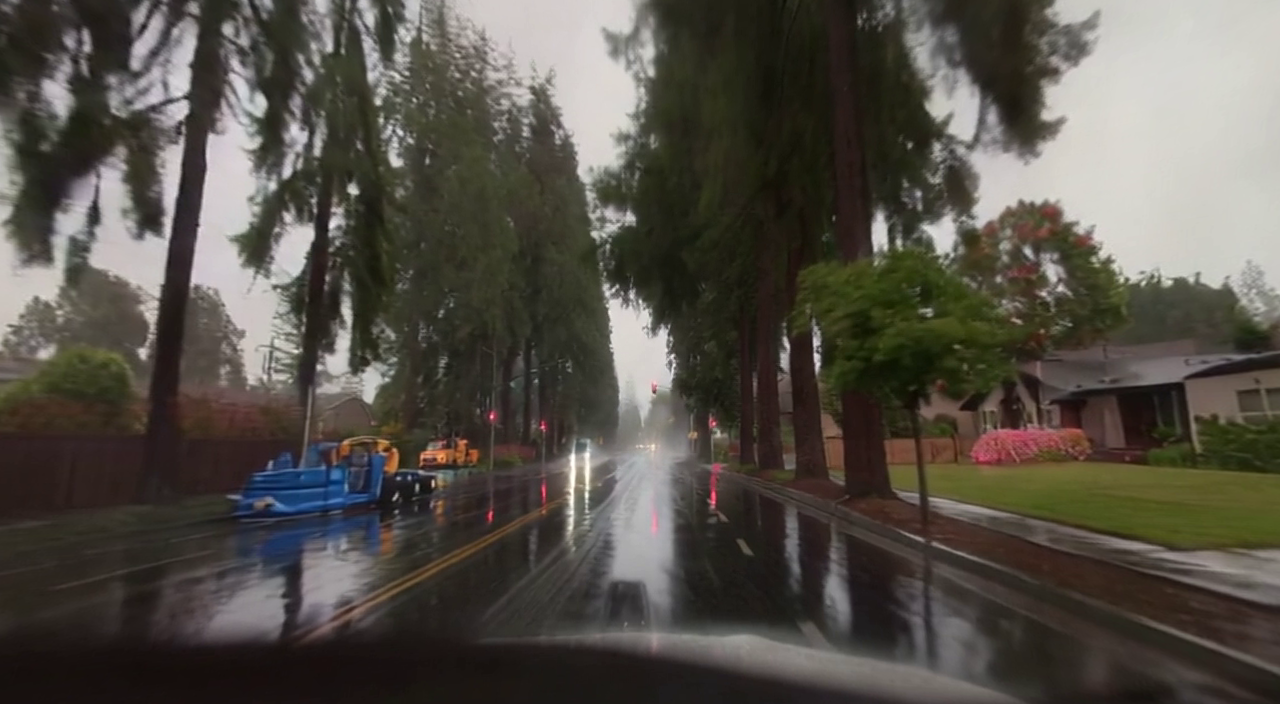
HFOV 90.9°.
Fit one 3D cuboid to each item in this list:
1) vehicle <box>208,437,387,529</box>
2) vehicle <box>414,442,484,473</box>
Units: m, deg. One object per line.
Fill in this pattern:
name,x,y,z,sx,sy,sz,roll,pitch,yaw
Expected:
vehicle,-8.440,3.171,16.117,1.998,1.814,4.559,-4,-7,1
vehicle,-14.907,8.232,49.438,4.593,2.294,2.461,-1,-8,5
